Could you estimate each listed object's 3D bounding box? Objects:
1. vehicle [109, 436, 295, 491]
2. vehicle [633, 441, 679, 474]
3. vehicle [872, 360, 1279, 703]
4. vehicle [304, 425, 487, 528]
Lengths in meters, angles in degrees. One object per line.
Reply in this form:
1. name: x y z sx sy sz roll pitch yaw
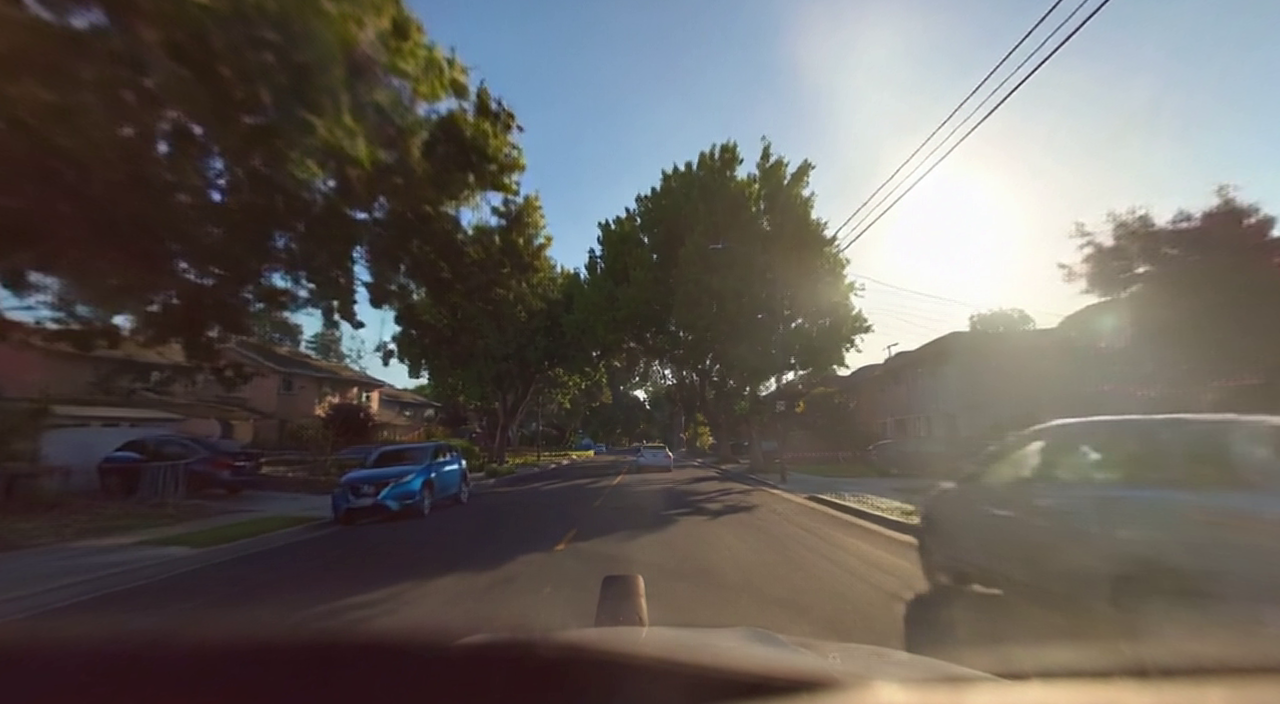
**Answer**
1. vehicle: -12.849 3.270 18.732 4.129 1.523 1.839 0 -8 2
2. vehicle: 0.703 4.919 29.738 2.000 1.449 4.006 0 -8 0
3. vehicle: 3.451 1.182 4.477 1.978 1.690 4.306 0 -8 0
4. vehicle: -5.144 2.651 14.213 2.126 1.816 4.796 -3 -8 1
